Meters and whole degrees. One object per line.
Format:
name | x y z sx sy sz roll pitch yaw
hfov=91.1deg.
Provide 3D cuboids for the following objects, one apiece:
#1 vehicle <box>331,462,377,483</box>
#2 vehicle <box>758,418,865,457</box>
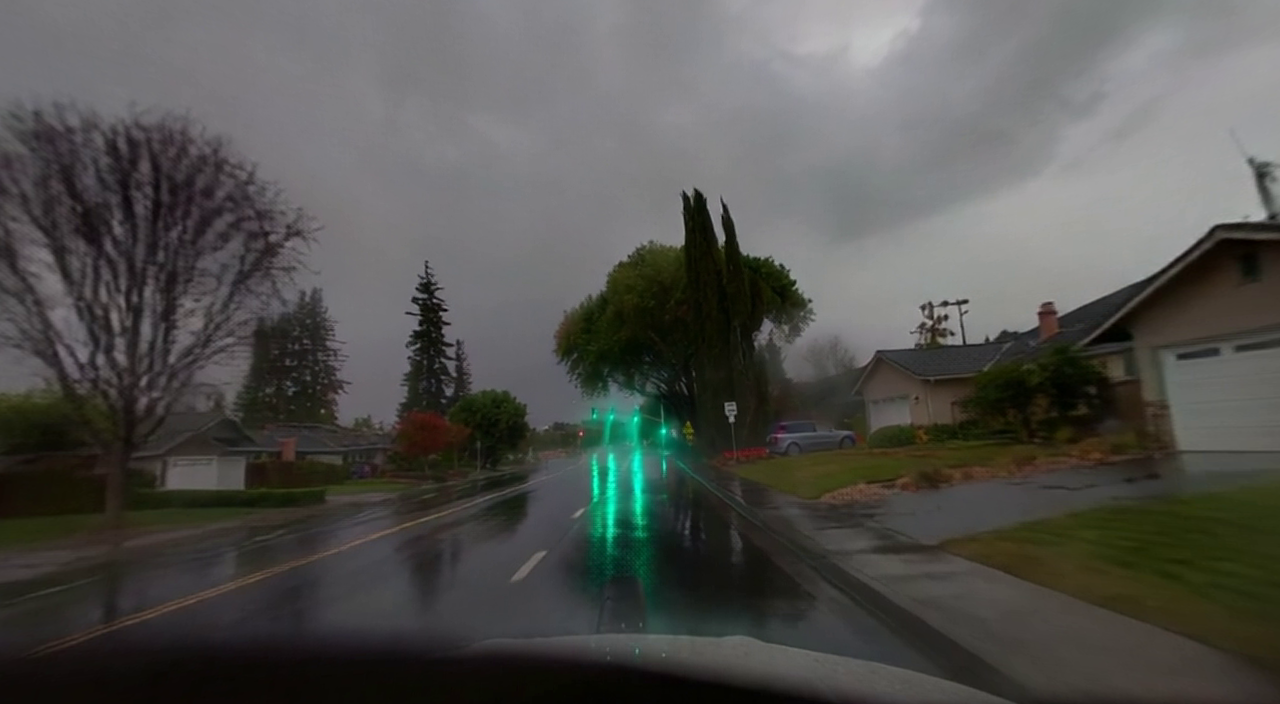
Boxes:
vehicle | -22.219 9.354 48.861 1.847 1.461 3.659 0 -9 -1
vehicle | 8.378 4.195 30.753 4.636 1.823 1.997 3 -9 -18
